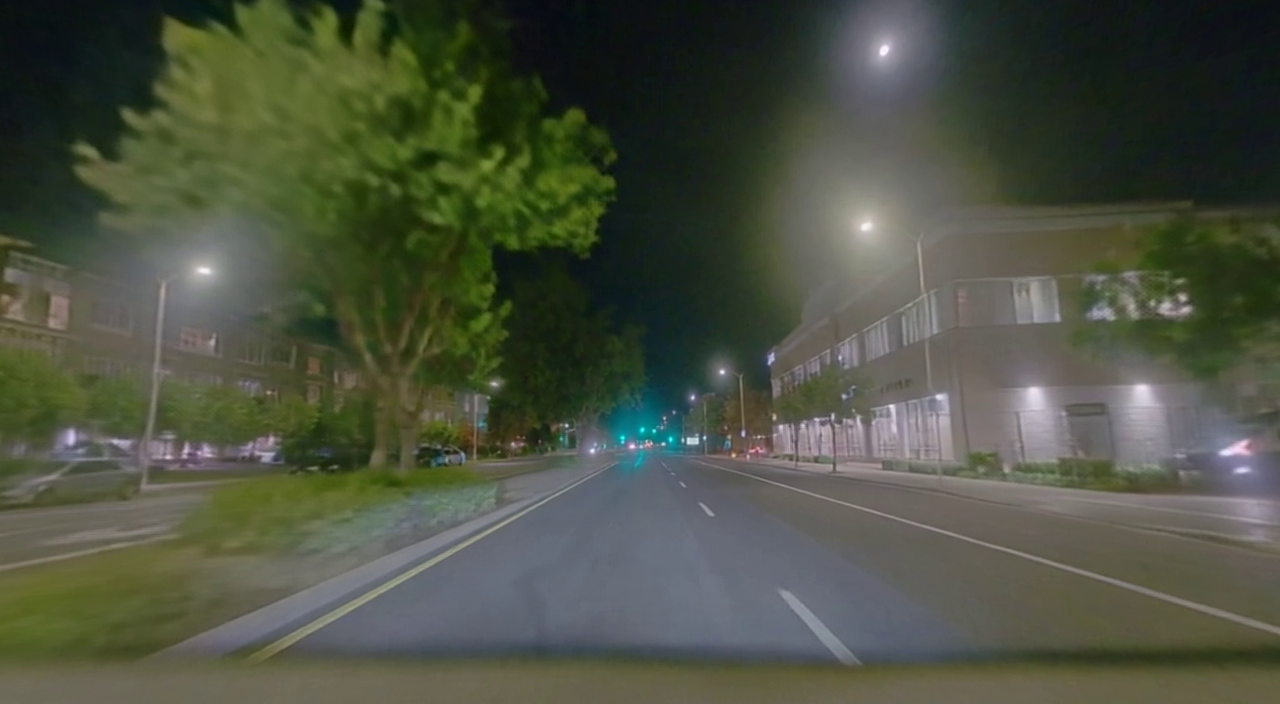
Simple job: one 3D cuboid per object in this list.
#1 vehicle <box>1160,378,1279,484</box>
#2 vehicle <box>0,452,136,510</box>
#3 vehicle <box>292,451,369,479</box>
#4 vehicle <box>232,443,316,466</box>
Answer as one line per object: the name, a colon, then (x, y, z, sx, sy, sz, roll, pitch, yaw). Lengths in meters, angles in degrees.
vehicle: (21.652, 2.629, 20.603, 2.977, 3.311, 6.892, 0, -9, -1)
vehicle: (-19.171, 4.024, 20.032, 2.071, 1.595, 4.822, 0, -9, 1)
vehicle: (-18.806, 6.867, 38.441, 2.121, 1.567, 5.042, 0, -9, 0)
vehicle: (-26.413, 7.415, 45.470, 4.727, 1.611, 1.960, 1, -9, -7)
